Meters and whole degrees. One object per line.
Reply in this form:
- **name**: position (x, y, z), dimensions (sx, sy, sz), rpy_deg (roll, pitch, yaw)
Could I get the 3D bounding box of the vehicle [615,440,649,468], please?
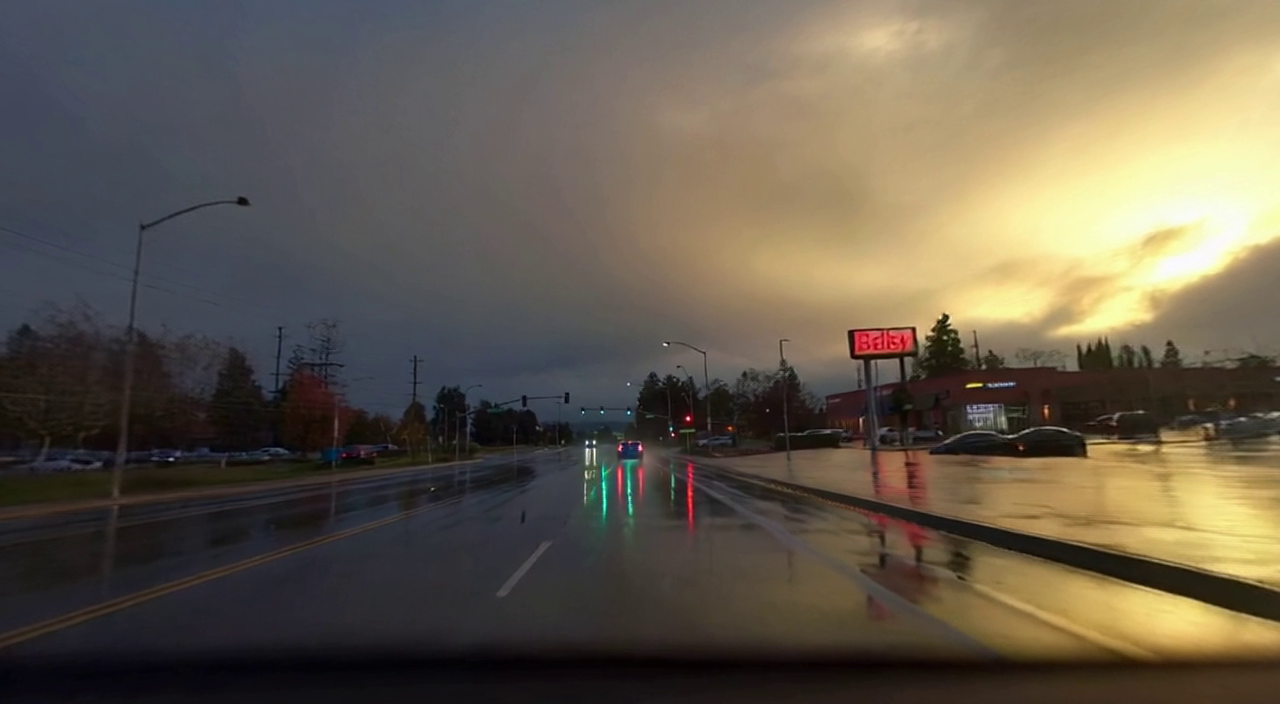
- **vehicle**: position (-0.526, 6.410, 39.903), dimensions (2.024, 1.628, 4.774), rpy_deg (0, -9, -1)
